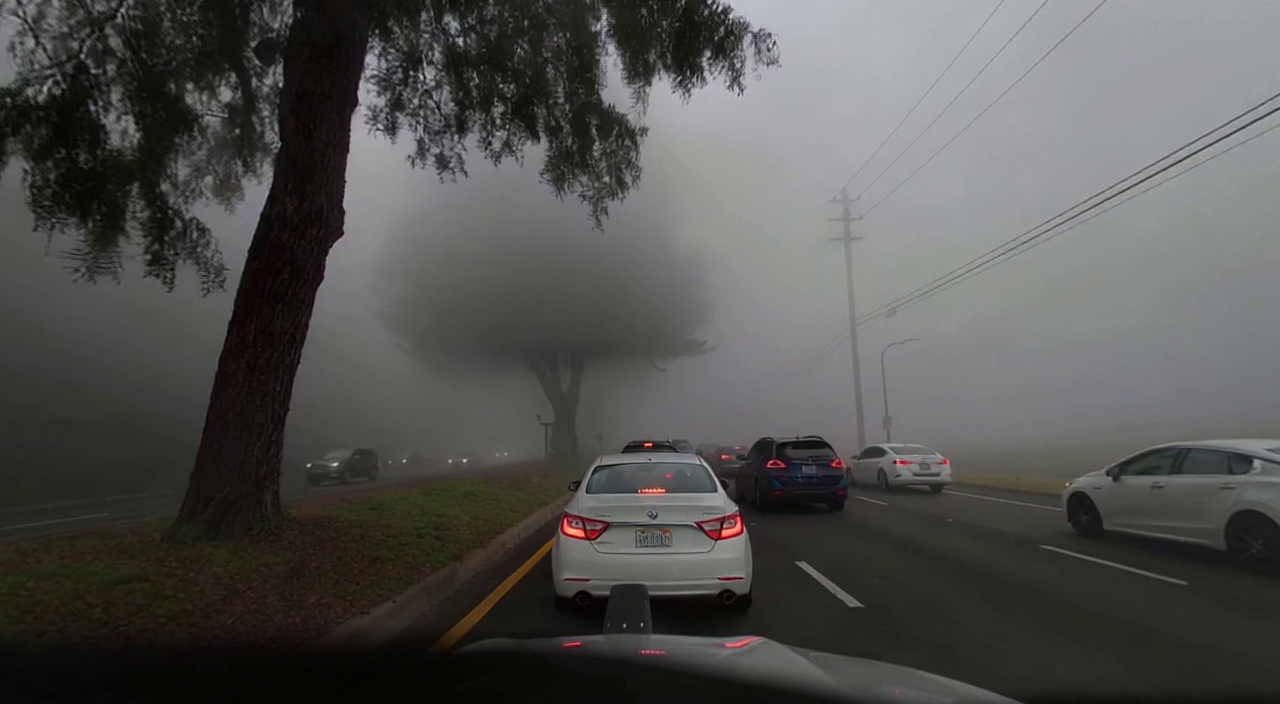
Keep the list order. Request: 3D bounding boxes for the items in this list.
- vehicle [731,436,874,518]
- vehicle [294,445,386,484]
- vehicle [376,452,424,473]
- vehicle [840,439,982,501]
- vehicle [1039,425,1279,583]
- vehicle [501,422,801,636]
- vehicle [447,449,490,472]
[{"bbox_3d":[3.336,2.632,13.869,1.979,1.504,4.156,0,-8,-1],"label":"vehicle"},{"bbox_3d":[-15.298,5.731,32.541,2.056,1.809,5.354,0,-8,0],"label":"vehicle"},{"bbox_3d":[-18.761,8.641,49.507,1.884,1.466,4.821,0,-8,0],"label":"vehicle"},{"bbox_3d":[7.271,3.184,17.527,1.899,1.458,4.499,0,-8,-1],"label":"vehicle"},{"bbox_3d":[6.989,1.627,7.286,1.850,1.480,4.474,0,-8,1],"label":"vehicle"},{"bbox_3d":[0.063,1.537,6.475,2.108,1.479,3.935,0,-8,0],"label":"vehicle"},{"bbox_3d":[-12.005,7.606,44.365,1.804,1.430,4.456,0,-8,0],"label":"vehicle"}]
